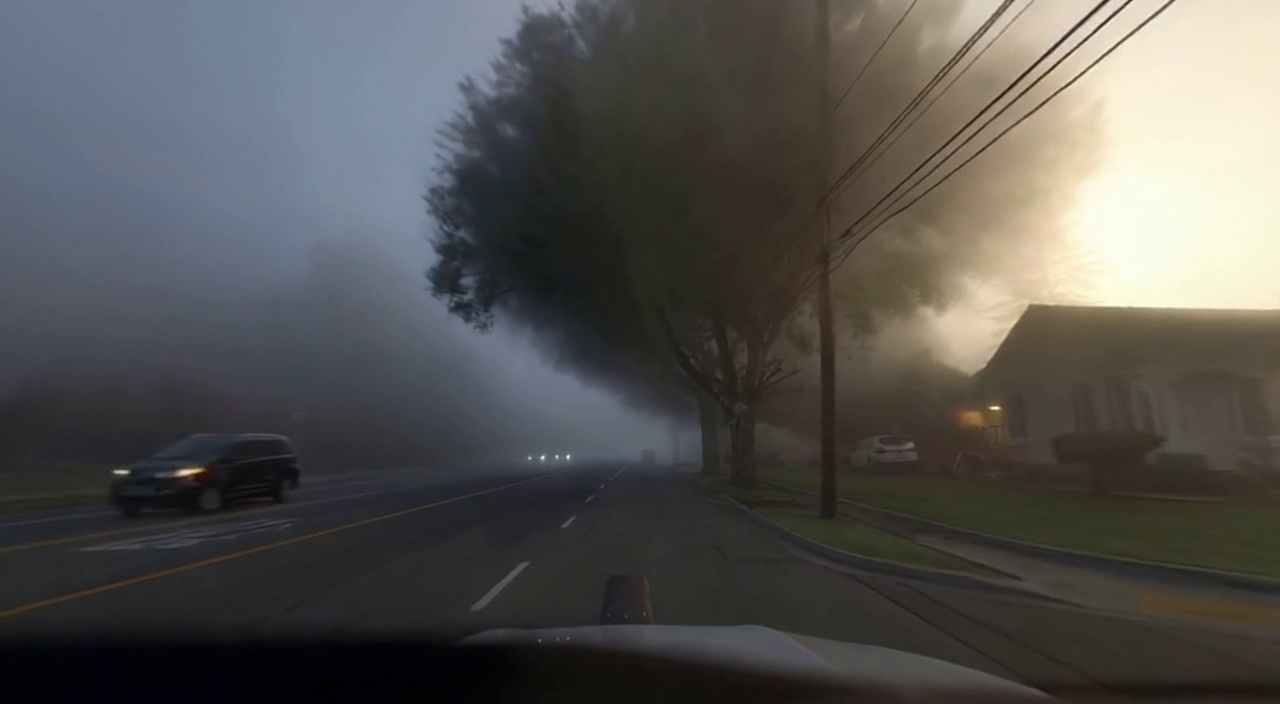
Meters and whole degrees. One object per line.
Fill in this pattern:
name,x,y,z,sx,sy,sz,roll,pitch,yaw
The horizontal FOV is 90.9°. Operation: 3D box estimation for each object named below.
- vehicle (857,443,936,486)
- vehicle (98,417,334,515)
vehicle,10.754,4.727,26.698,1.737,1.633,3.268,-1,-9,-4
vehicle,-9.267,2.537,14.440,2.057,1.865,4.626,0,-9,1
